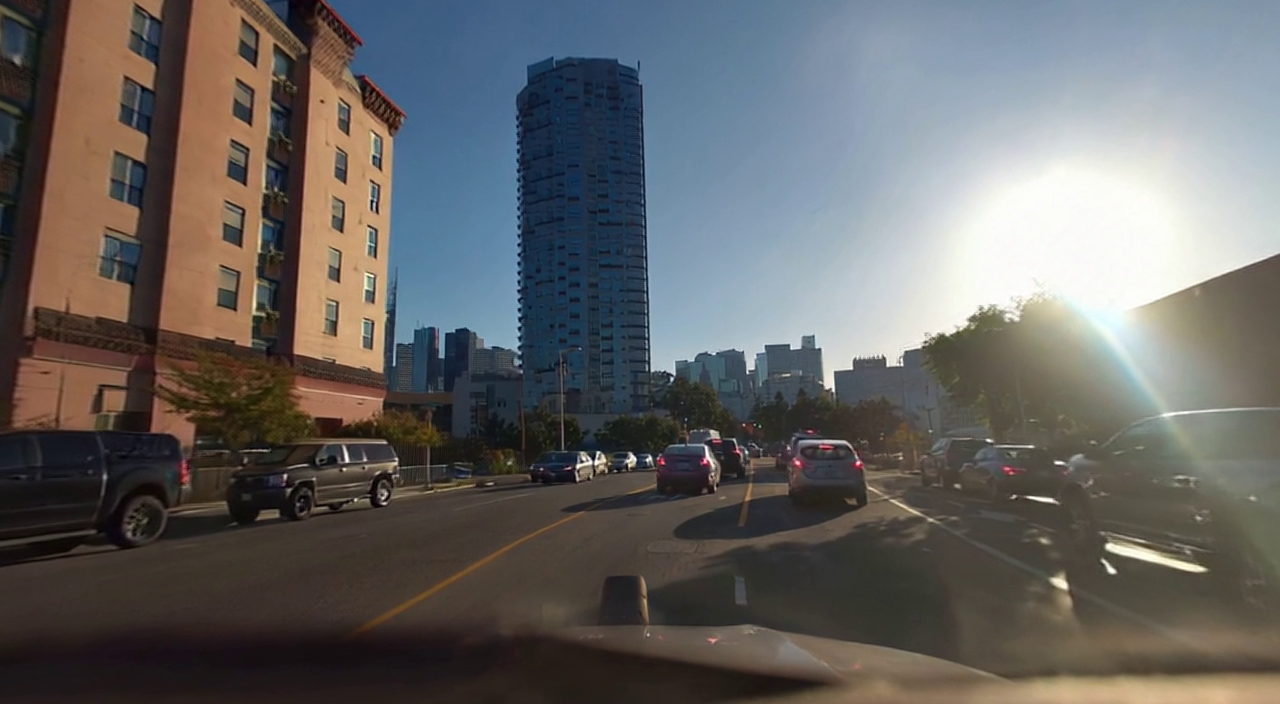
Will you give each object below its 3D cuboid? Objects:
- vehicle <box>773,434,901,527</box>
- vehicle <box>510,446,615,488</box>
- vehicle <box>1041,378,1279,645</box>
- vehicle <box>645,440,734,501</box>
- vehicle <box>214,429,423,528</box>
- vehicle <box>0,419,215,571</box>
[{"bbox_3d":[3.725,2.451,12.662,1.982,1.510,4.144,-2,-8,11],"label":"vehicle"},{"bbox_3d":[-3.081,4.653,25.940,1.928,1.503,4.322,-6,-10,33],"label":"vehicle"},{"bbox_3d":[5.745,1.298,5.762,2.088,1.775,4.454,-2,-9,14],"label":"vehicle"},{"bbox_3d":[1.482,3.180,17.345,2.031,1.461,3.763,-2,-8,10],"label":"vehicle"},{"bbox_3d":[-7.367,2.874,15.048,1.934,1.770,4.546,-9,-10,12],"label":"vehicle"},{"bbox_3d":[-8.781,1.860,8.444,2.070,1.854,4.985,-2,-8,11],"label":"vehicle"}]
